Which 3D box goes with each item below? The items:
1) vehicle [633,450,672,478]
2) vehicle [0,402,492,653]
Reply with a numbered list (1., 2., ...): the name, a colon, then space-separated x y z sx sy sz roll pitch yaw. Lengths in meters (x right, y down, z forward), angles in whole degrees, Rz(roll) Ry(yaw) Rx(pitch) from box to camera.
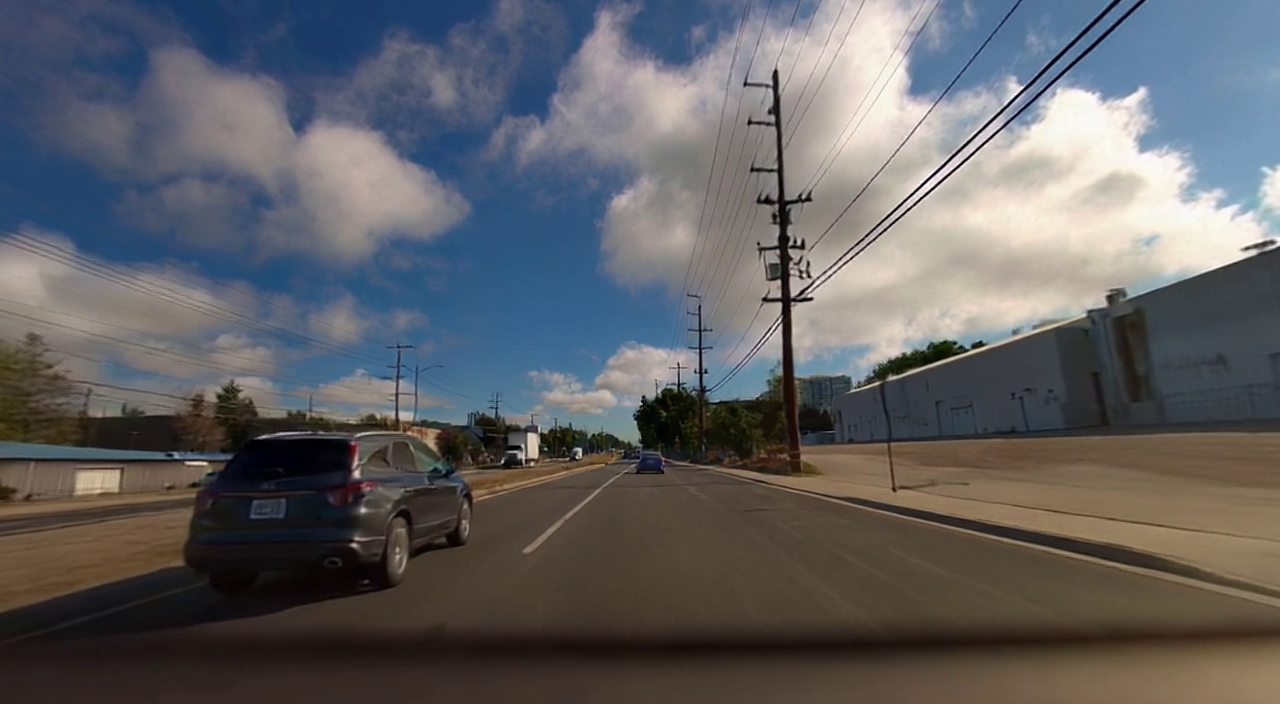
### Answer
1. vehicle: 0.680 6.481 36.626 2.114 1.492 4.453 0 -9 -1
2. vehicle: -3.254 1.546 6.684 2.169 1.679 4.723 0 -9 1
